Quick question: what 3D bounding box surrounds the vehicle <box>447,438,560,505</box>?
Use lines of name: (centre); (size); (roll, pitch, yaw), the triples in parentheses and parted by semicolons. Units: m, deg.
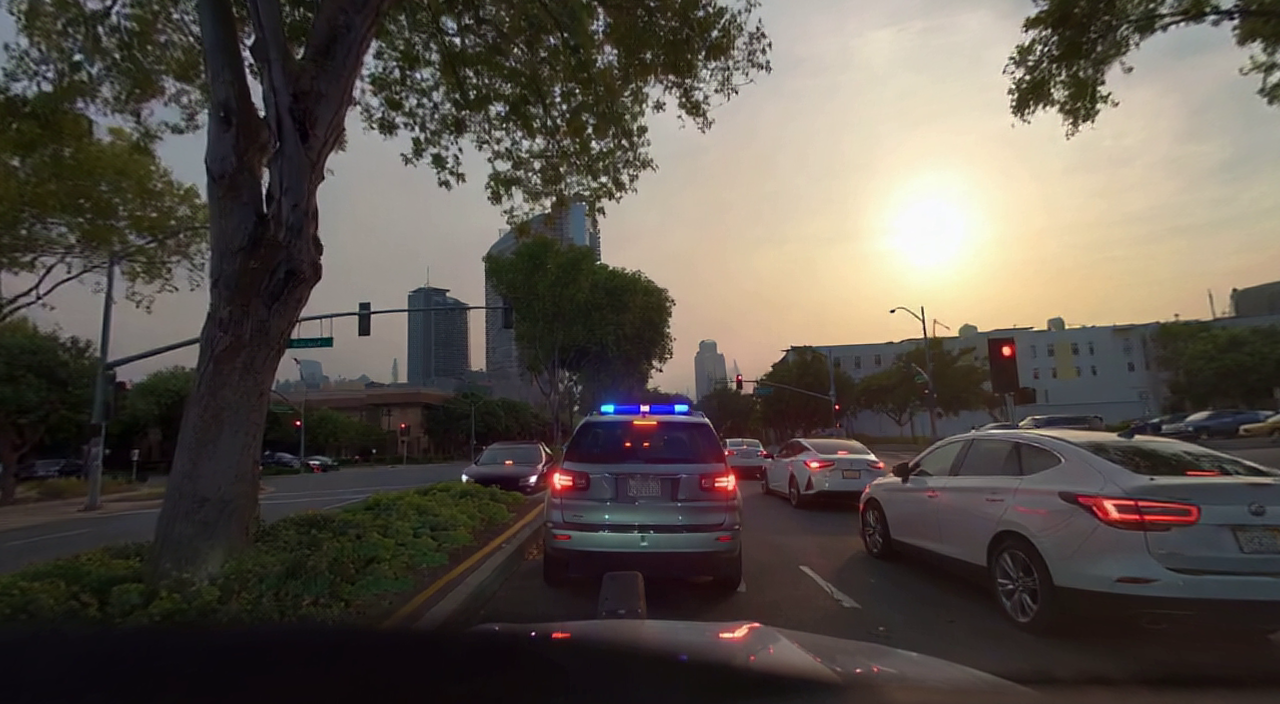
vehicle: (-3.314, 2.981, 16.219); (1.913, 1.464, 4.276); (0, -8, 0)

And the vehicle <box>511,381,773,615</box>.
vehicle: (-0.038, 1.464, 7.273); (2.038, 1.819, 4.505); (0, -8, -1)

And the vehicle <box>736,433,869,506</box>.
vehicle: (3.644, 2.708, 15.060); (1.940, 1.474, 4.234); (0, -8, -1)

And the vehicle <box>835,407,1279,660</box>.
vehicle: (3.643, 1.408, 6.082); (1.995, 1.483, 4.533); (0, -8, -1)
